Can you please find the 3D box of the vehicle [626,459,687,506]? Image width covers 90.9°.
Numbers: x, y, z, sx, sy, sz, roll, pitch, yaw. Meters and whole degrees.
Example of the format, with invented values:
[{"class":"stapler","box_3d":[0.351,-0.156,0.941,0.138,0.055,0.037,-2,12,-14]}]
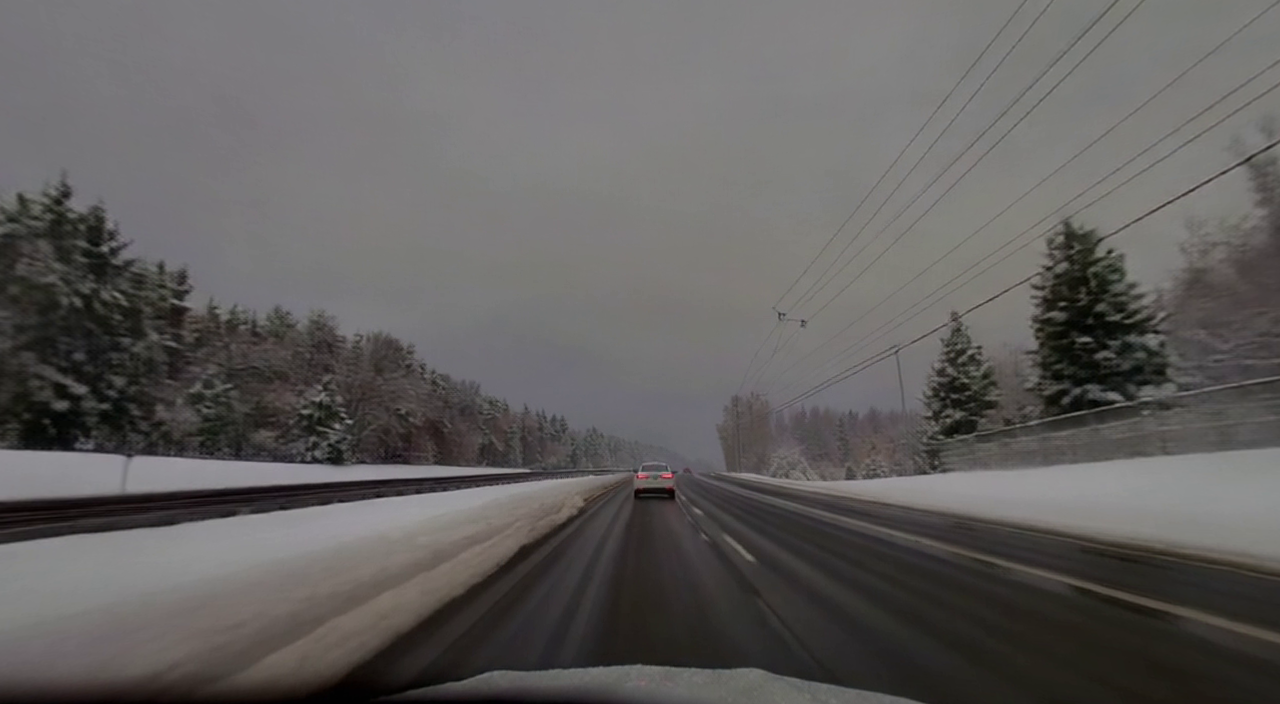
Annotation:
[{"class":"vehicle","box_3d":[0.535,4.622,22.530,1.987,1.480,3.786,1,-10,0]}]
